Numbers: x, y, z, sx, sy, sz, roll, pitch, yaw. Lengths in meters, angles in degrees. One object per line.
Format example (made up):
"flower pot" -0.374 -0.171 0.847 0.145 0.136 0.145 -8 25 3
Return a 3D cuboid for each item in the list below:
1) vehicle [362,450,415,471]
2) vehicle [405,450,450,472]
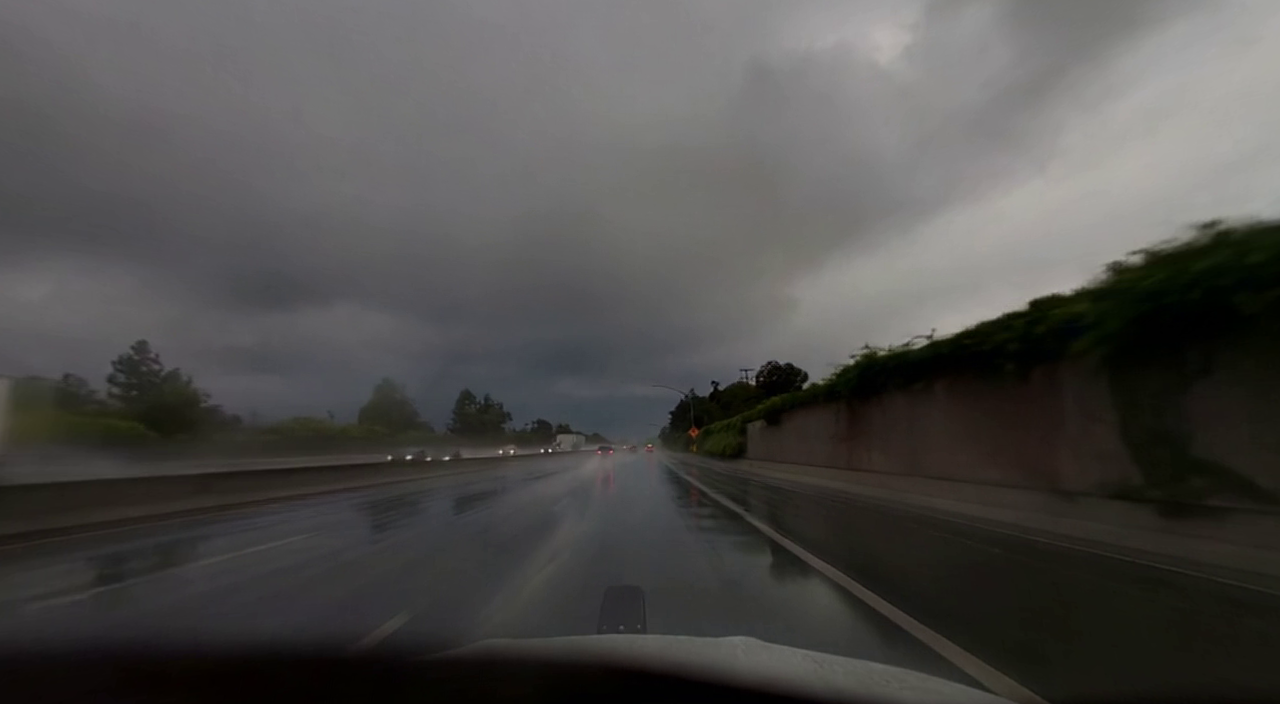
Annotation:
"vehicle" -18.719 8.090 47.121 2.062 1.470 4.466 0 -9 1
"vehicle" -14.835 7.617 44.288 1.789 1.439 3.665 0 -9 1
